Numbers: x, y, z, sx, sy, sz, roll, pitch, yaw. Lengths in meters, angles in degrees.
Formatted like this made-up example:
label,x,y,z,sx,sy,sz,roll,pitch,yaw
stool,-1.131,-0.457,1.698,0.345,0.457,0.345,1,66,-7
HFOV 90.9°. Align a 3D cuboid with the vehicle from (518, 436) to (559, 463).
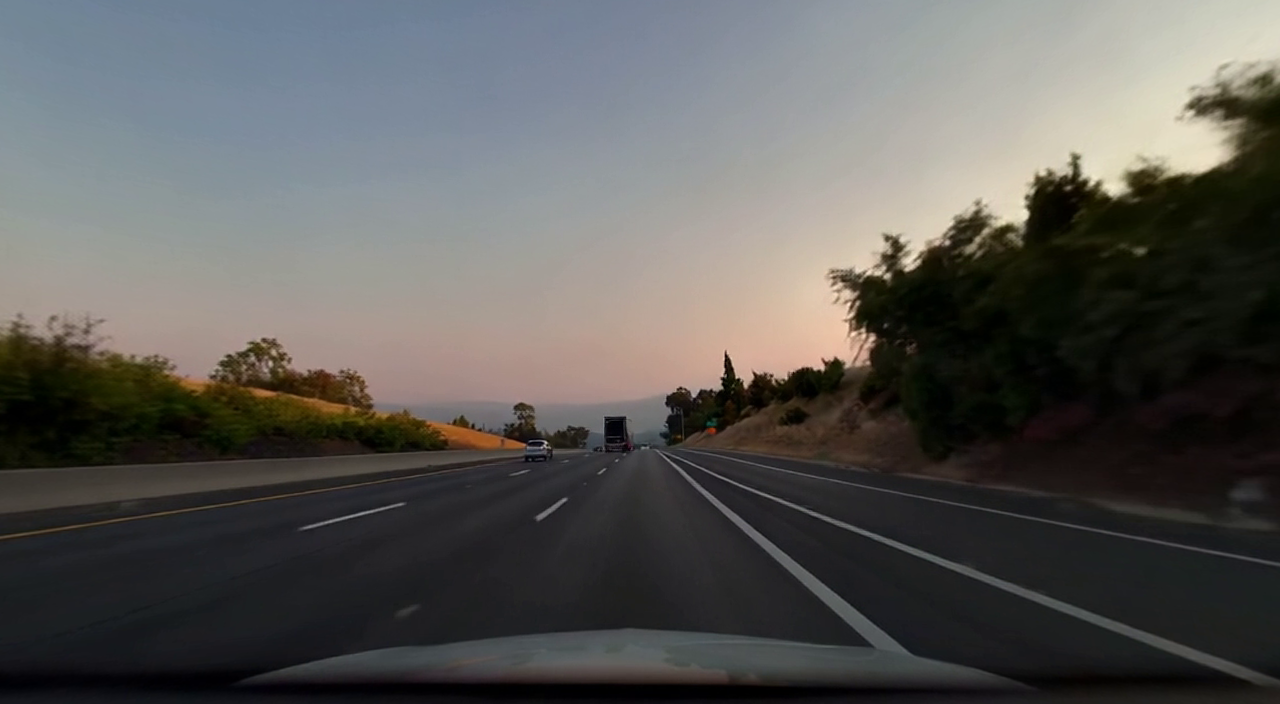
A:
label,x,y,z,sx,sy,sz,roll,pitch,yaw
vehicle,-7.039,6.843,44.365,2.043,1.828,4.436,0,-8,1
